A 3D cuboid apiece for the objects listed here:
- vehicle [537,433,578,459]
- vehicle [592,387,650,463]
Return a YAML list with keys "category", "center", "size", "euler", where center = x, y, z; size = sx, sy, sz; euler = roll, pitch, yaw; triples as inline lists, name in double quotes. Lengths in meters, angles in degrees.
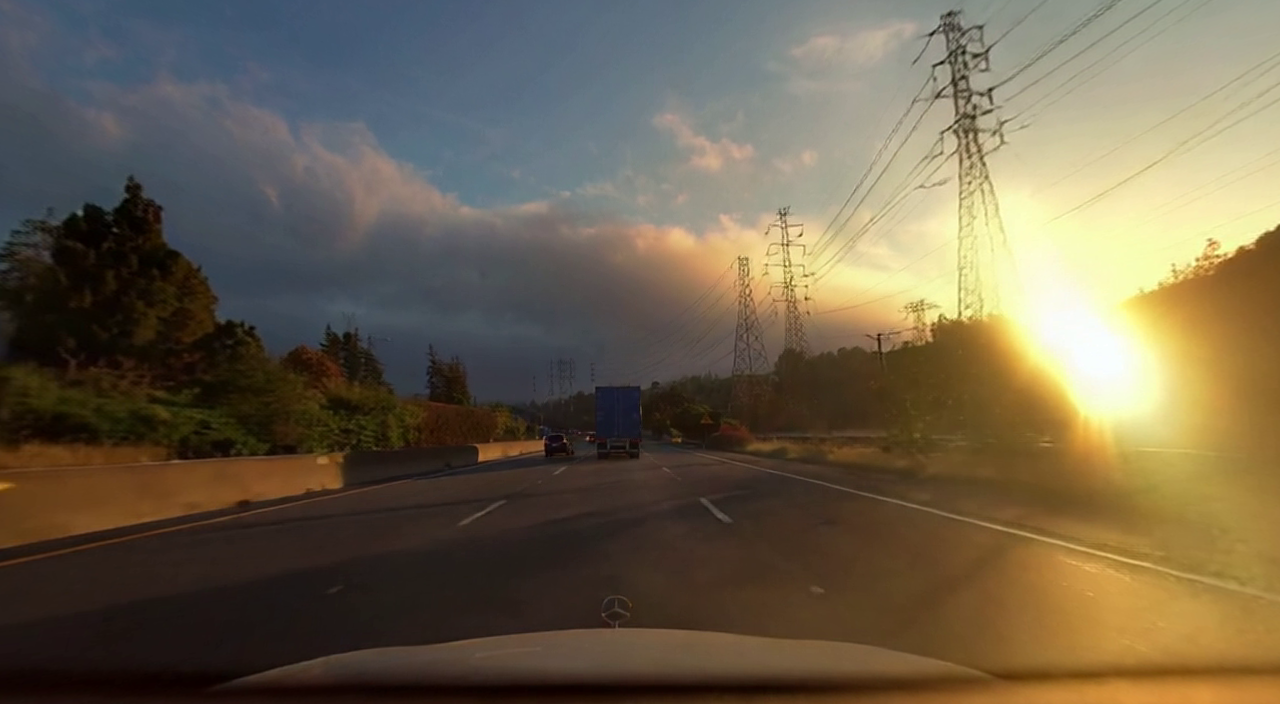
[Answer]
- category: "vehicle"
  center: [-5.339, 6.114, 41.227]
  size: [2.117, 1.618, 4.480]
  euler: [0, -8, -1]
- category: "vehicle"
  center: [-1.107, 4.343, 36.905]
  size: [2.955, 3.851, 9.915]
  euler: [0, -8, -2]
